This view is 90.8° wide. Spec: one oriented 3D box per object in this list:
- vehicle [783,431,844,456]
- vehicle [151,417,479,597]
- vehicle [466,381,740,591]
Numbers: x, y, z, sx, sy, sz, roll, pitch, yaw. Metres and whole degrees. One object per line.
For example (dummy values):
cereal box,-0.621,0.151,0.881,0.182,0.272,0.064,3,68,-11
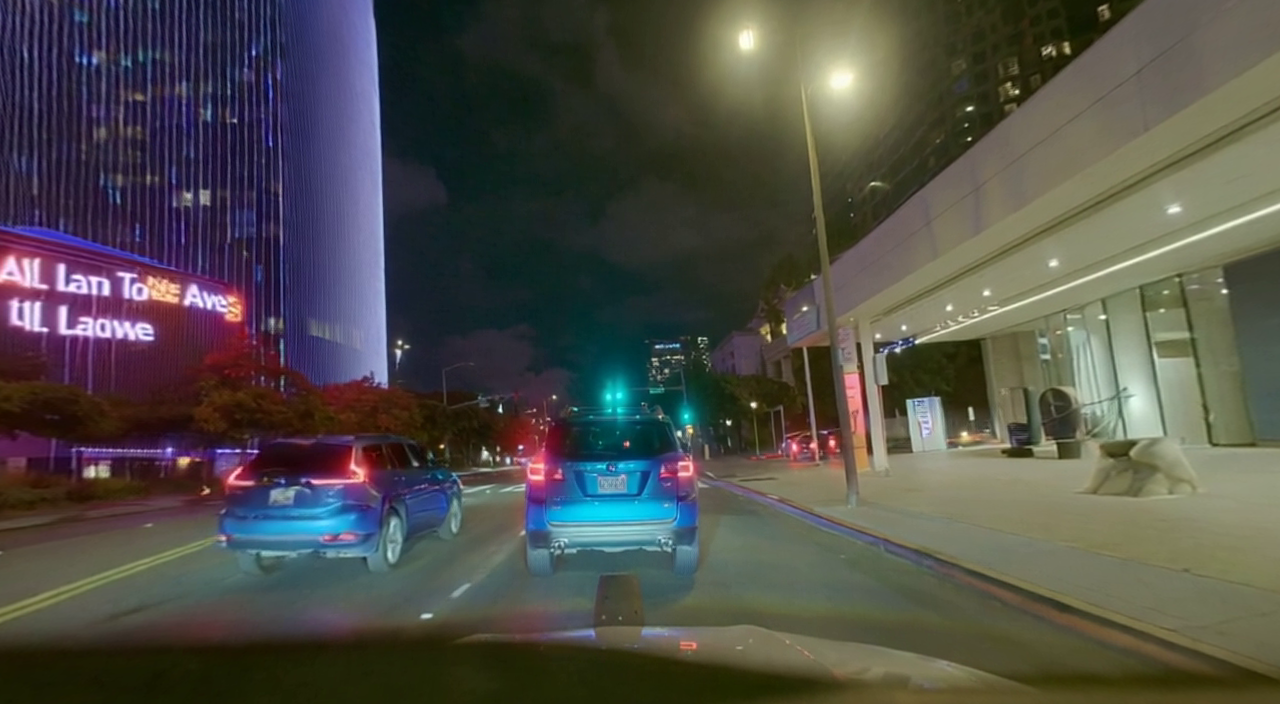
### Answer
vehicle,10.551,5.519,38.261,1.877,1.416,3.965,-8,-11,42
vehicle,-3.620,1.779,8.211,1.971,1.658,4.428,0,-8,-1
vehicle,-0.414,1.559,8.146,2.531,1.930,4.382,0,-8,-2
